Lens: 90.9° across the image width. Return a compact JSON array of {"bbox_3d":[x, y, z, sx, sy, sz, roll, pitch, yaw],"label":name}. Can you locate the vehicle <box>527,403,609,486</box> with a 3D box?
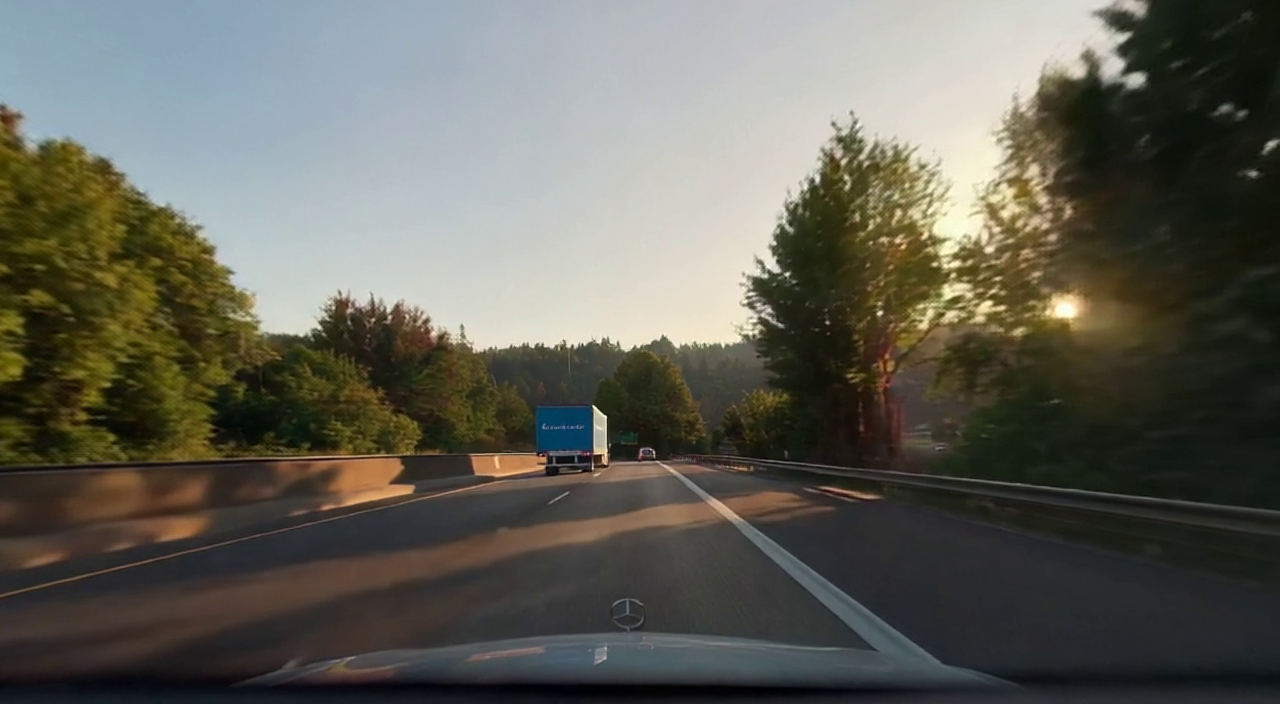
[{"bbox_3d":[-2.920,4.063,27.588,2.695,3.151,6.885,0,-9,0],"label":"vehicle"}]
